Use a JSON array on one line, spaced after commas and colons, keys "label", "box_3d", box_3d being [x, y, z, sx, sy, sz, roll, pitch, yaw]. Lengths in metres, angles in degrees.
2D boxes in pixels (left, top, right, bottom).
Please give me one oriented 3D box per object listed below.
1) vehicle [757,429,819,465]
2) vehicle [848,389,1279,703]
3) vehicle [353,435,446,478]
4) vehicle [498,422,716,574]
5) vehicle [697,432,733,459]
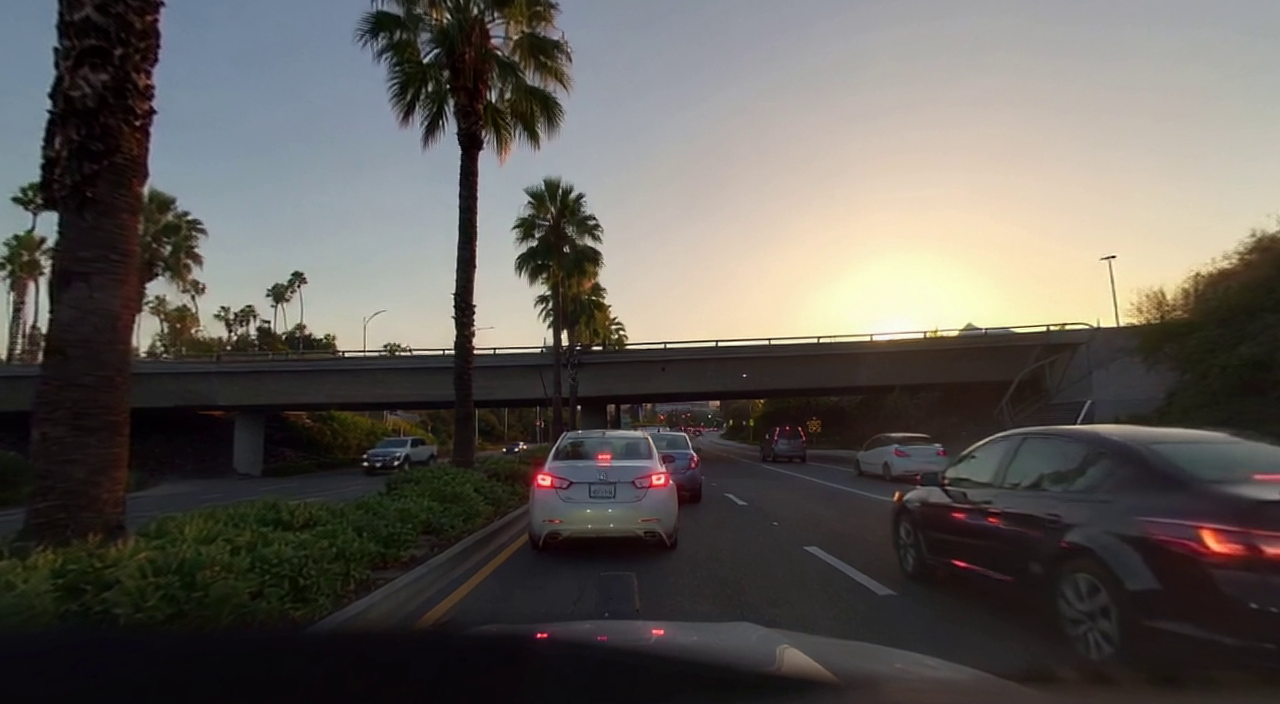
[{"label": "vehicle", "box_3d": [8.047, 5.247, 34.670, 2.242, 1.817, 4.837, 0, -8, 0]}, {"label": "vehicle", "box_3d": [3.422, 1.261, 4.902, 2.034, 1.517, 4.840, 0, -8, 1]}, {"label": "vehicle", "box_3d": [-12.085, 5.262, 32.041, 2.386, 1.943, 5.700, -1, -8, 1]}, {"label": "vehicle", "box_3d": [-0.270, 1.758, 8.347, 2.172, 1.506, 4.018, 0, -8, 2]}, {"label": "vehicle", "box_3d": [5.050, 6.384, 42.895, 1.947, 1.716, 4.110, 0, -8, 0]}]
